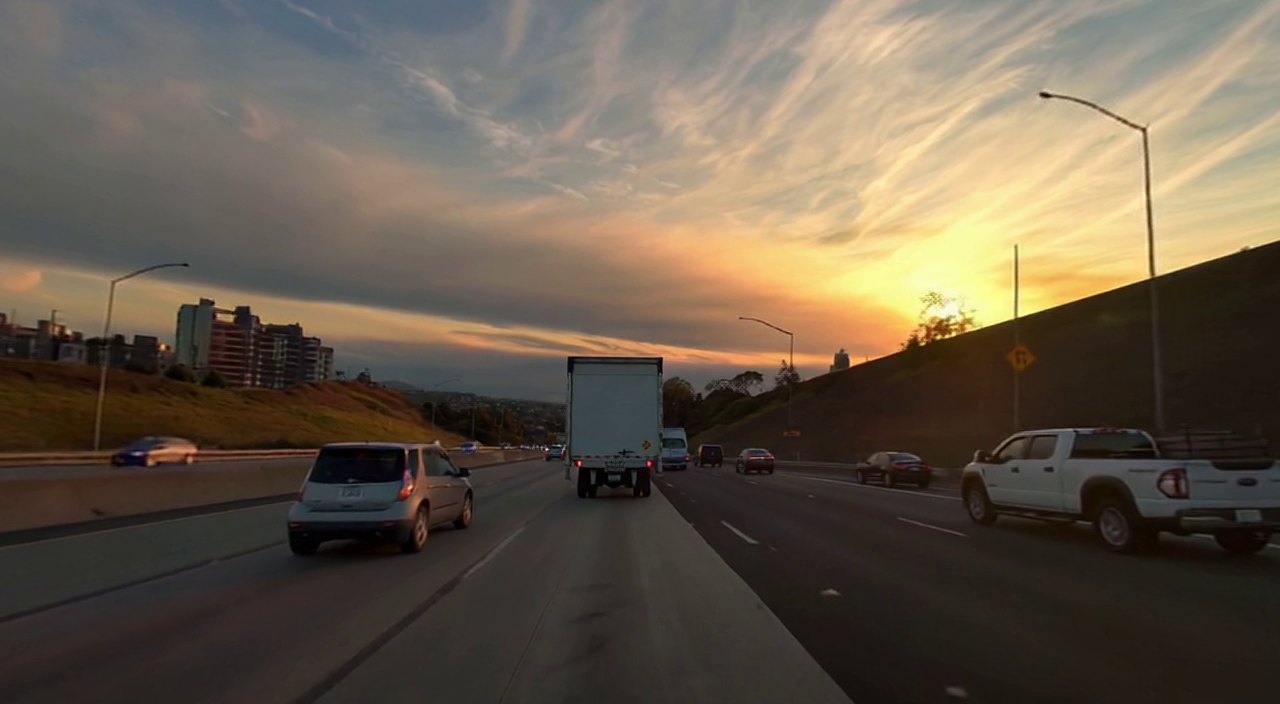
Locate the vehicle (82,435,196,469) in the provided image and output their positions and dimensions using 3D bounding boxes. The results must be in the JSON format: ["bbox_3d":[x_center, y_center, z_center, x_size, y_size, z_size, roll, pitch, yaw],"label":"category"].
[{"bbox_3d":[-23.451,4.708,29.830,1.786,1.487,4.495,0,-9,-1],"label":"vehicle"}]

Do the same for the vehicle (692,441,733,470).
[{"bbox_3d":[5.508,7.985,48.823,2.297,2.116,5.052,0,-9,-3],"label":"vehicle"}]

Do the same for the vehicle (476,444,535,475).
[{"bbox_3d":[-6.994,5.638,33.358,1.973,1.471,4.779,-1,-9,2],"label":"vehicle"}]

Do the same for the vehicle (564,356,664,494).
[{"bbox_3d":[-0.774,2.938,24.018,2.906,4.040,10.743,0,-9,0],"label":"vehicle"}]

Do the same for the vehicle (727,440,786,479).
[{"bbox_3d":[6.114,5.712,33.781,2.070,1.888,4.546,0,-9,-2],"label":"vehicle"}]

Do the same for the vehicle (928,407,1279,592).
[{"bbox_3d":[6.271,1.774,8.575,2.188,1.731,5.031,0,-9,-2],"label":"vehicle"}]

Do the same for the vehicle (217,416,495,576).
[{"bbox_3d":[-3.433,1.807,8.696,1.946,1.641,4.105,0,-9,-1],"label":"vehicle"}]

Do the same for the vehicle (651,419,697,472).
[{"bbox_3d":[2.321,6.895,46.448,2.669,3.491,8.645,0,-9,-2],"label":"vehicle"}]
